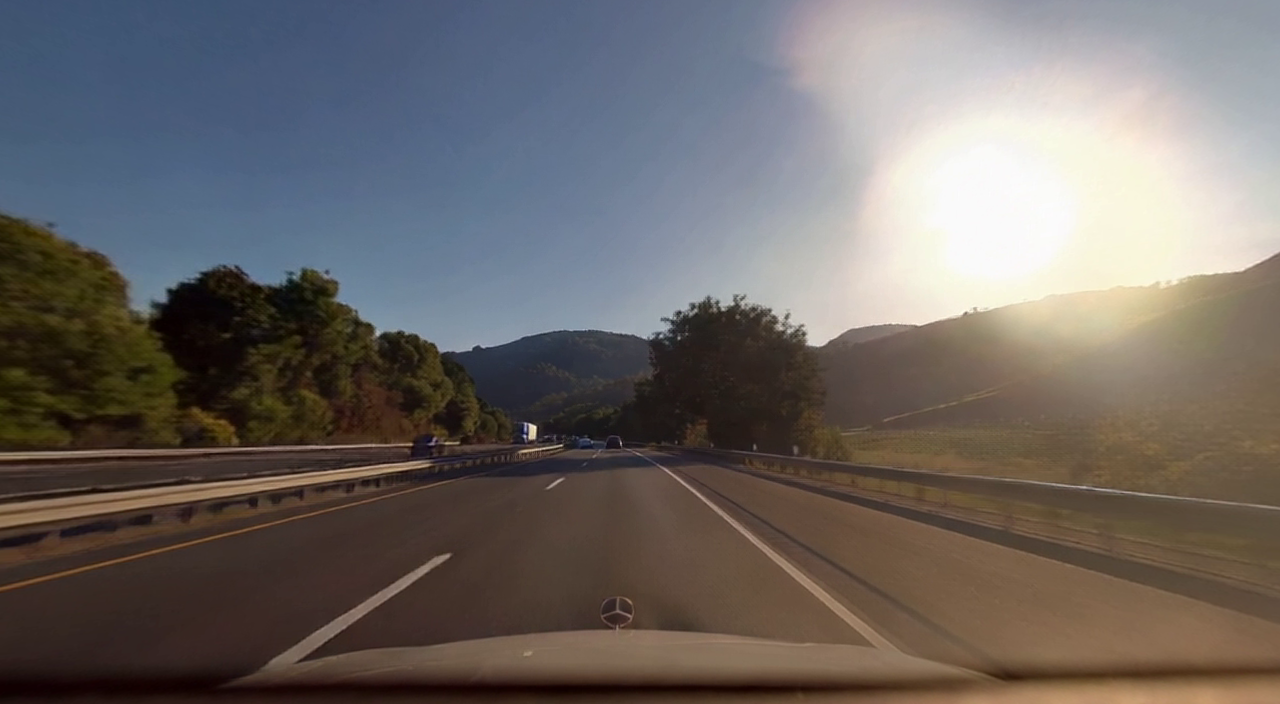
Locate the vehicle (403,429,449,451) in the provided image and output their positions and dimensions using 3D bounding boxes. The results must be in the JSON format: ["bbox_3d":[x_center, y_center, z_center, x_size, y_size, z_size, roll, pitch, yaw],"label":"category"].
[{"bbox_3d":[-16.550,6.859,48.846,2.017,1.612,4.487,0,-8,0],"label":"vehicle"}]
